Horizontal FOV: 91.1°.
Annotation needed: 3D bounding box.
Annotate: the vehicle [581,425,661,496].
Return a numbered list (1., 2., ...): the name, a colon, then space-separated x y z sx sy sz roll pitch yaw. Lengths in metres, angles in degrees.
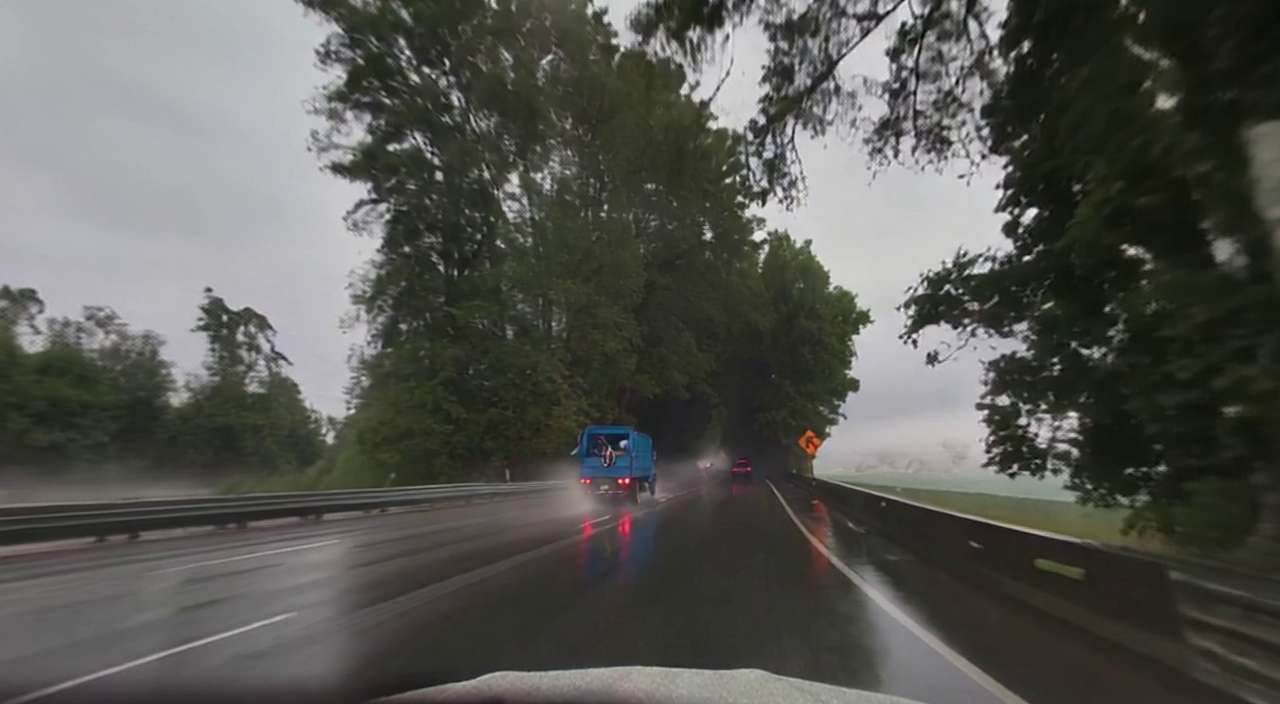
1. vehicle: -0.776 5.770 33.192 2.841 3.244 7.689 -1 -11 9
